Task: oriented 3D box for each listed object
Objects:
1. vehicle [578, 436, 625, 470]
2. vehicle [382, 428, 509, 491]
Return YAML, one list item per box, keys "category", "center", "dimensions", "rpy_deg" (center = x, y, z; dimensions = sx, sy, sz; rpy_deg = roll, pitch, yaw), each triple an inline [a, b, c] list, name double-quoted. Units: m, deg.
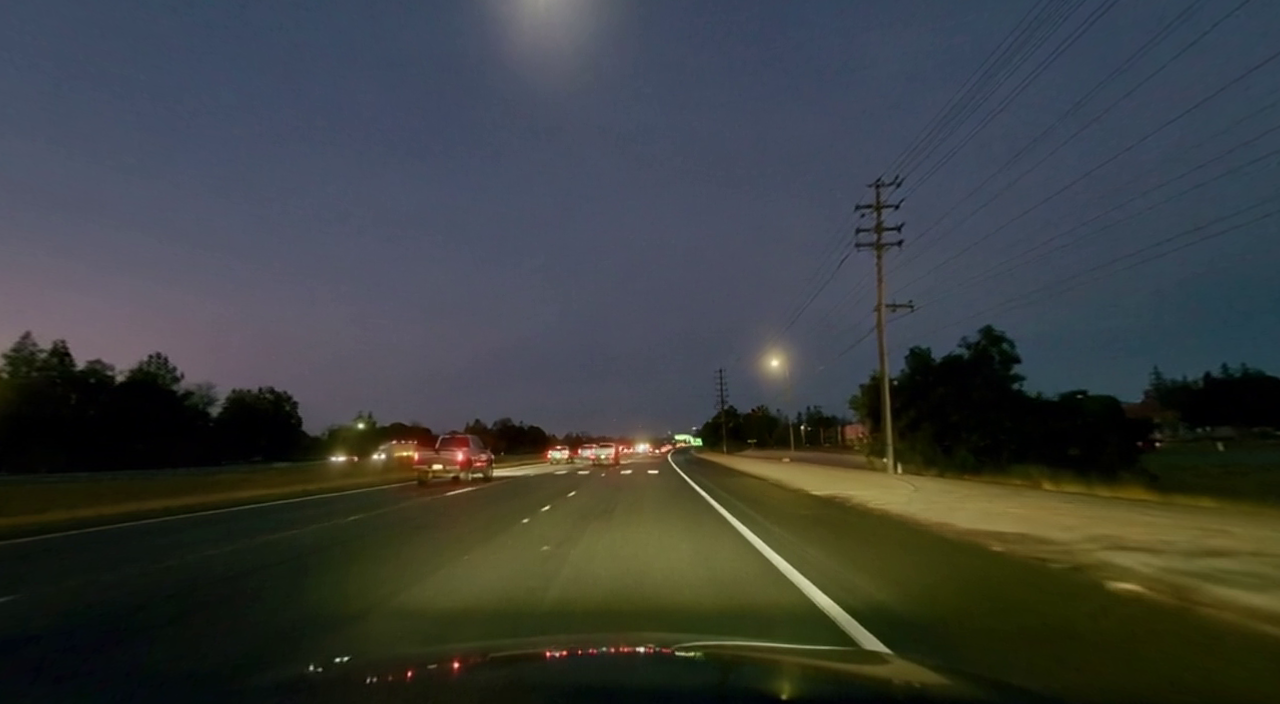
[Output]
- category: "vehicle"
  center: [-2.377, 6.494, 40.678]
  dimensions: [2.448, 2.025, 5.193]
  rpy_deg: [0, -8, 3]
- category: "vehicle"
  center: [-6.810, 3.872, 23.156]
  dimensions: [2.460, 1.992, 6.474]
  rpy_deg: [0, -8, 1]
